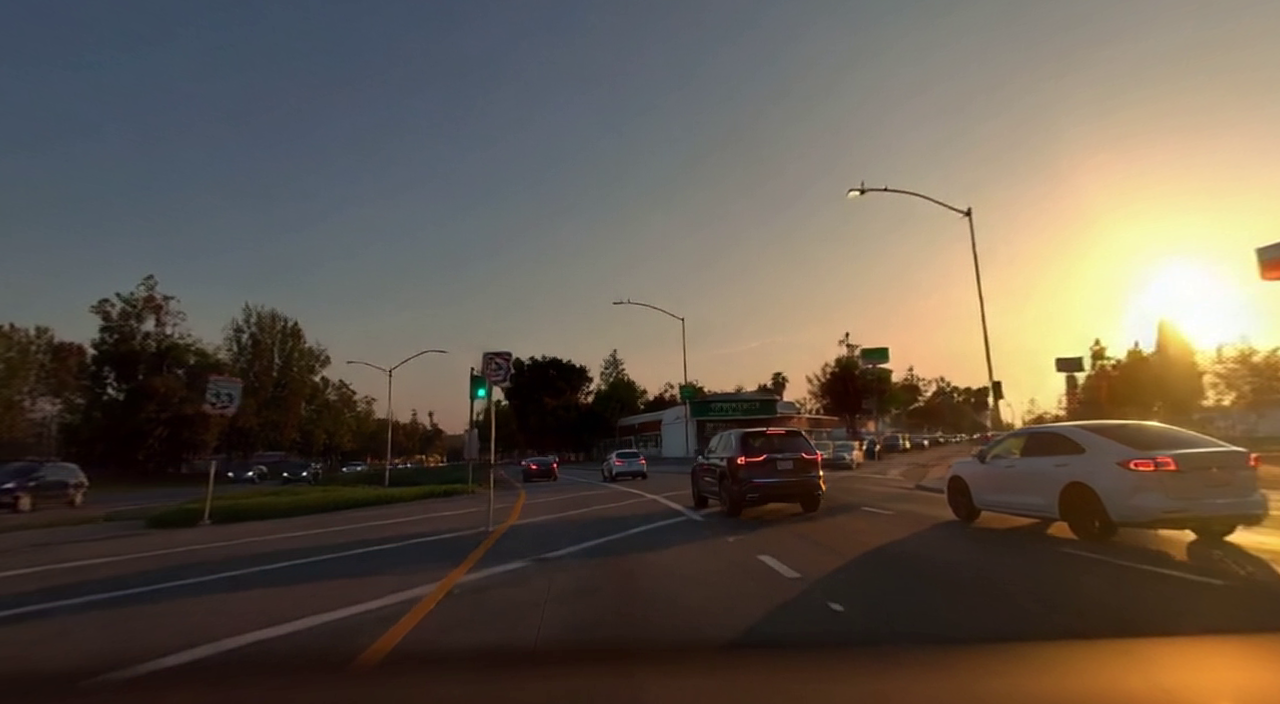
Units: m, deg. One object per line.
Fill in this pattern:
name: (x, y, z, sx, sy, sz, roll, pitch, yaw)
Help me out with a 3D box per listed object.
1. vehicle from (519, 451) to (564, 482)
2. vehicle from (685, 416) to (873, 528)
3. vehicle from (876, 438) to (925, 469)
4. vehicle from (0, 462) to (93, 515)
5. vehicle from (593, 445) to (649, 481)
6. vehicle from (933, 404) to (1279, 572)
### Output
vehicle: (-5.646, 6.454, 35.832, 2.107, 1.527, 4.174, 2, -8, -15)
vehicle: (2.459, 2.298, 12.726, 2.184, 1.777, 4.712, 0, -8, -7)
vehicle: (14.115, 5.424, 33.956, 1.945, 1.528, 5.044, -6, -10, 26)
vehicle: (-20.861, 4.561, 21.320, 1.821, 1.521, 3.874, 1, -8, -12)
vehicle: (-0.995, 5.370, 30.832, 2.012, 1.612, 4.114, 1, -8, -12)
vehicle: (5.988, 1.629, 8.369, 1.881, 1.604, 4.289, 0, -8, -4)
